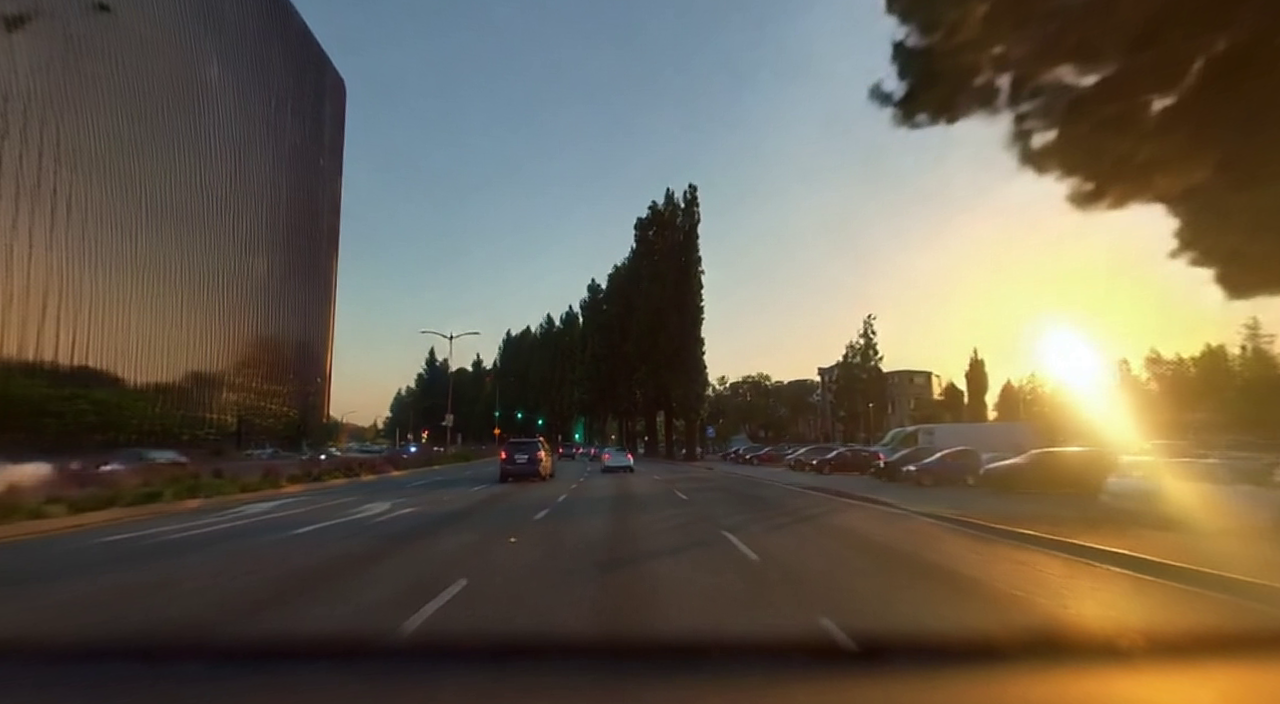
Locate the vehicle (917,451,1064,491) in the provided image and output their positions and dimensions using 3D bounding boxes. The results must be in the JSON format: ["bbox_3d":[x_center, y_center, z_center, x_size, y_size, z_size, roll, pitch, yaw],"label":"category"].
[{"bbox_3d":[12.897,4.406,23.462,4.383,1.348,1.715,-1,-9,1],"label":"vehicle"}]

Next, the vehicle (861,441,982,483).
[{"bbox_3d":[12.678,4.970,28.664,4.569,1.813,1.872,0,-8,-3],"label":"vehicle"}]

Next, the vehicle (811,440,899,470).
[{"bbox_3d":[12.542,6.053,37.032,4.489,1.652,1.783,-1,-9,1],"label":"vehicle"}]

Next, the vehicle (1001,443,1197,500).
[{"bbox_3d":[13.546,3.557,18.892,4.264,1.566,1.854,-1,-10,4],"label":"vehicle"}]

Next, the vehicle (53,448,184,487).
[{"bbox_3d":[-20.321,4.466,24.904,1.751,1.342,4.414,1,-8,-6],"label":"vehicle"}]

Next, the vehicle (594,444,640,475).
[{"bbox_3d":[-1.170,5.135,30.470,2.050,1.385,4.096,0,-8,-4],"label":"vehicle"}]

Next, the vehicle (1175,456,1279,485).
[{"bbox_3d":[31.754,6.325,34.109,1.689,1.351,4.643,0,-8,0],"label":"vehicle"}]

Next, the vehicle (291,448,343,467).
[{"bbox_3d":[-23.970,7.807,47.005,1.842,1.315,4.463,1,-8,-5],"label":"vehicle"}]

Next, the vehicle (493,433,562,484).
[{"bbox_3d":[-4.297,4.137,24.846,2.001,1.784,4.483,0,-8,-2],"label":"vehicle"}]
